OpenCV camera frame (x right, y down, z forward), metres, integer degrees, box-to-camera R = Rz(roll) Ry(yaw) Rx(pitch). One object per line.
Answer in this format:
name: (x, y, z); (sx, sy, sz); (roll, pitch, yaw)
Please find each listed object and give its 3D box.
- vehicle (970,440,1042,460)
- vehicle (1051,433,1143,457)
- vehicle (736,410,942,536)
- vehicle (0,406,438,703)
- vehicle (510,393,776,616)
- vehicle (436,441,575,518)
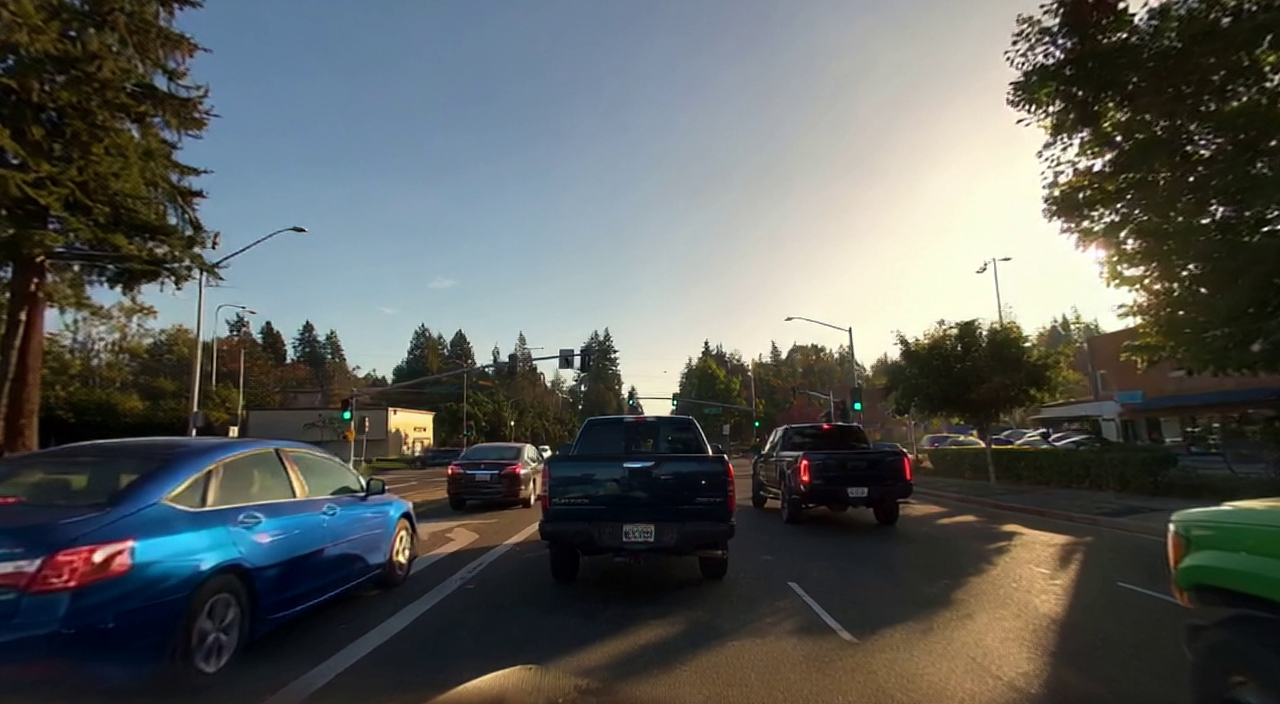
vehicle: (26.435, 7.075, 45.633); (4.180, 1.376, 1.583); (0, -8, 2)
vehicle: (32.781, 6.698, 45.348); (4.869, 1.622, 2.230); (0, -8, 1)
vehicle: (3.444, 2.247, 12.374); (2.408, 1.908, 5.355); (0, -8, 1)
vehicle: (-3.127, 1.263, 4.439); (1.909, 1.476, 4.751); (0, -8, -1)
vehicle: (0.031, 1.505, 7.055); (2.113, 1.768, 3.901); (0, -8, 0)
vehicle: (-2.819, 2.781, 14.420); (2.072, 1.450, 4.612); (0, -8, 1)
